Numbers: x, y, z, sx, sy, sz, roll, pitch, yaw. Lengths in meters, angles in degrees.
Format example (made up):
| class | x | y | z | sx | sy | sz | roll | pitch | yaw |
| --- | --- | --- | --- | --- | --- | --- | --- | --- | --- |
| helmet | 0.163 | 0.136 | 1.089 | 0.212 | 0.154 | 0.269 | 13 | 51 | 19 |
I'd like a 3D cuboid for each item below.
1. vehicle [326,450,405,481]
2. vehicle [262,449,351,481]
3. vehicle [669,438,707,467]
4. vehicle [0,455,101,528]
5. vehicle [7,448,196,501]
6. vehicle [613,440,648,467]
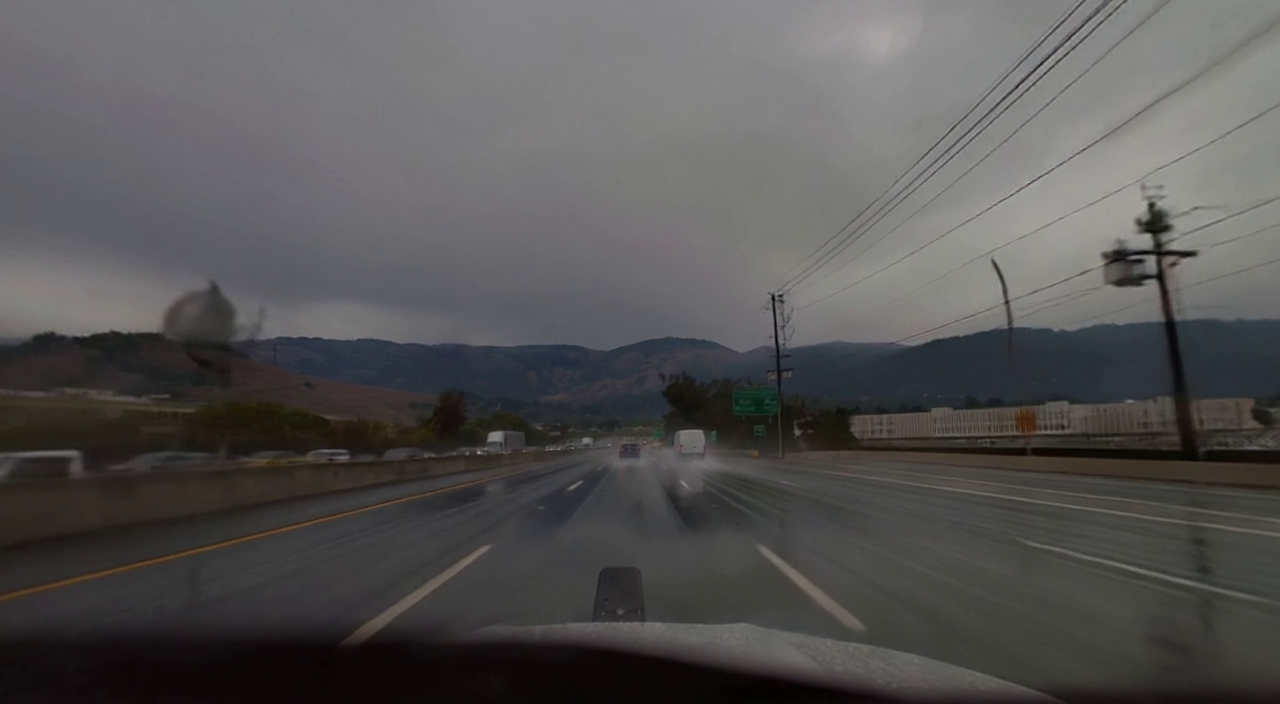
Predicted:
| class | x | y | z | sx | sy | sz | roll | pitch | yaw |
| --- | --- | --- | --- | --- | --- | --- | --- | --- | --- |
| vehicle | -14.006 | 5.806 | 32.603 | 2.039 | 1.493 | 4.548 | 0 | -9 | 0 |
| vehicle | -17.626 | 5.963 | 33.685 | 2.189 | 1.592 | 4.632 | 0 | -9 | 0 |
| vehicle | 3.164 | 6.787 | 42.742 | 2.036 | 1.796 | 4.470 | 0 | -9 | -2 |
| vehicle | -13.965 | 2.869 | 12.955 | 1.894 | 1.454 | 4.454 | 0 | -9 | 0 |
| vehicle | -21.539 | 4.885 | 25.828 | 2.345 | 1.875 | 6.106 | 0 | -9 | 0 |
| vehicle | -0.668 | 6.966 | 43.432 | 2.325 | 1.712 | 4.592 | 0 | -9 | -1 |
